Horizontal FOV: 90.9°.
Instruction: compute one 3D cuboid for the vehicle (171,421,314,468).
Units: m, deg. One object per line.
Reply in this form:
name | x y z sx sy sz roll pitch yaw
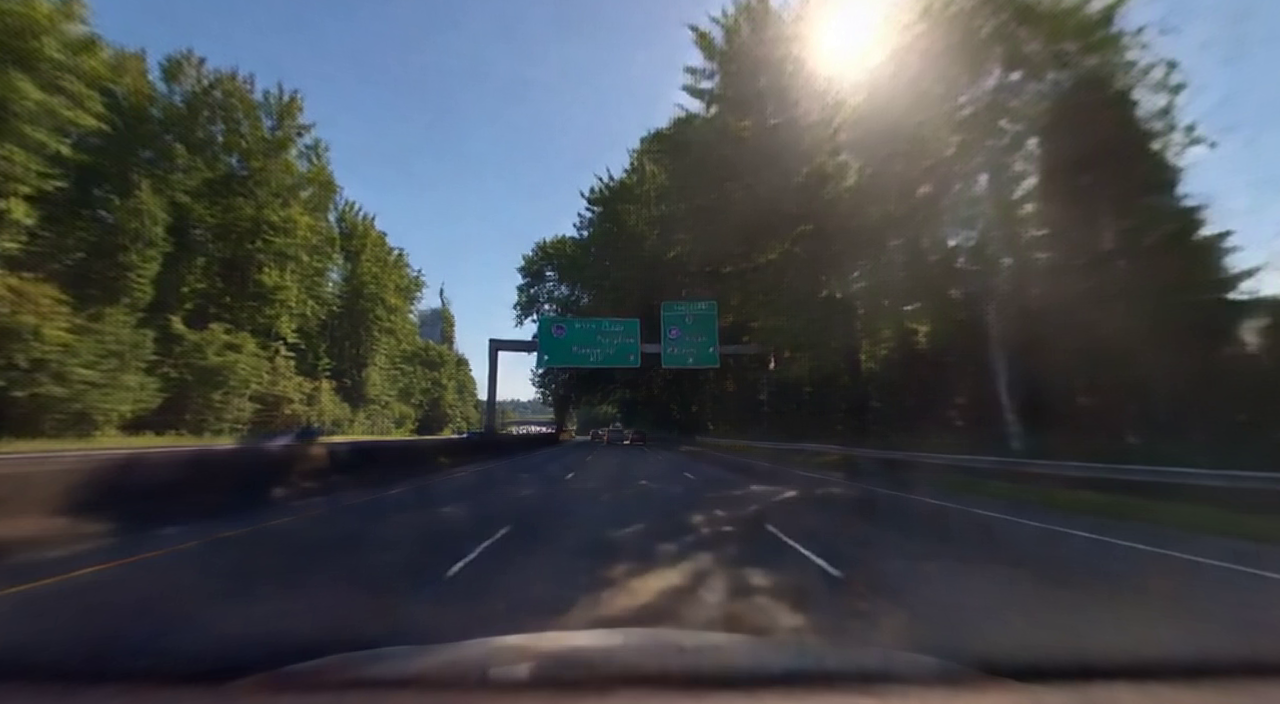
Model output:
vehicle | -13.587 3.185 21.968 1.916 1.461 4.780 0 -8 -1
